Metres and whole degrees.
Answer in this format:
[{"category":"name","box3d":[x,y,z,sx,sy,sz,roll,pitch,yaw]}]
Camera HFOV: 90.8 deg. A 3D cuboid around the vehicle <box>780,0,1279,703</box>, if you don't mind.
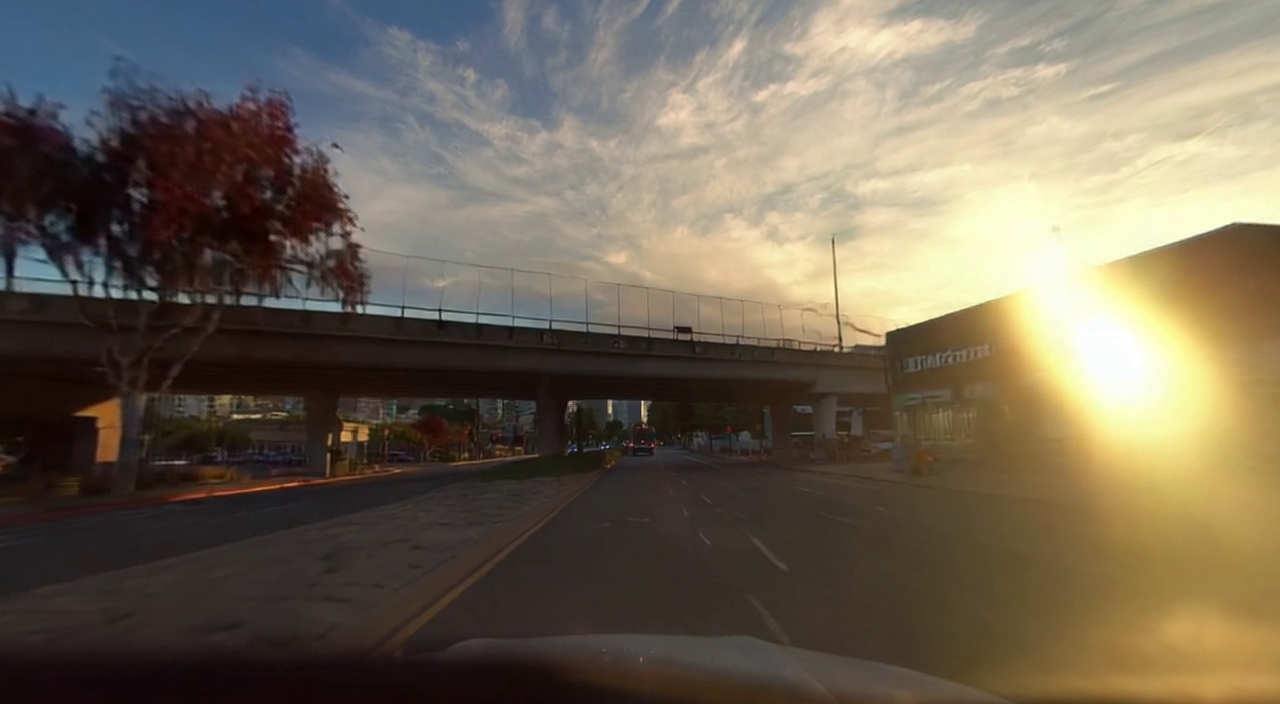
[{"category":"vehicle","box3d":[3.911,0.145,2.749,3.043,3.162,13.806,0,-8,-2]}]
